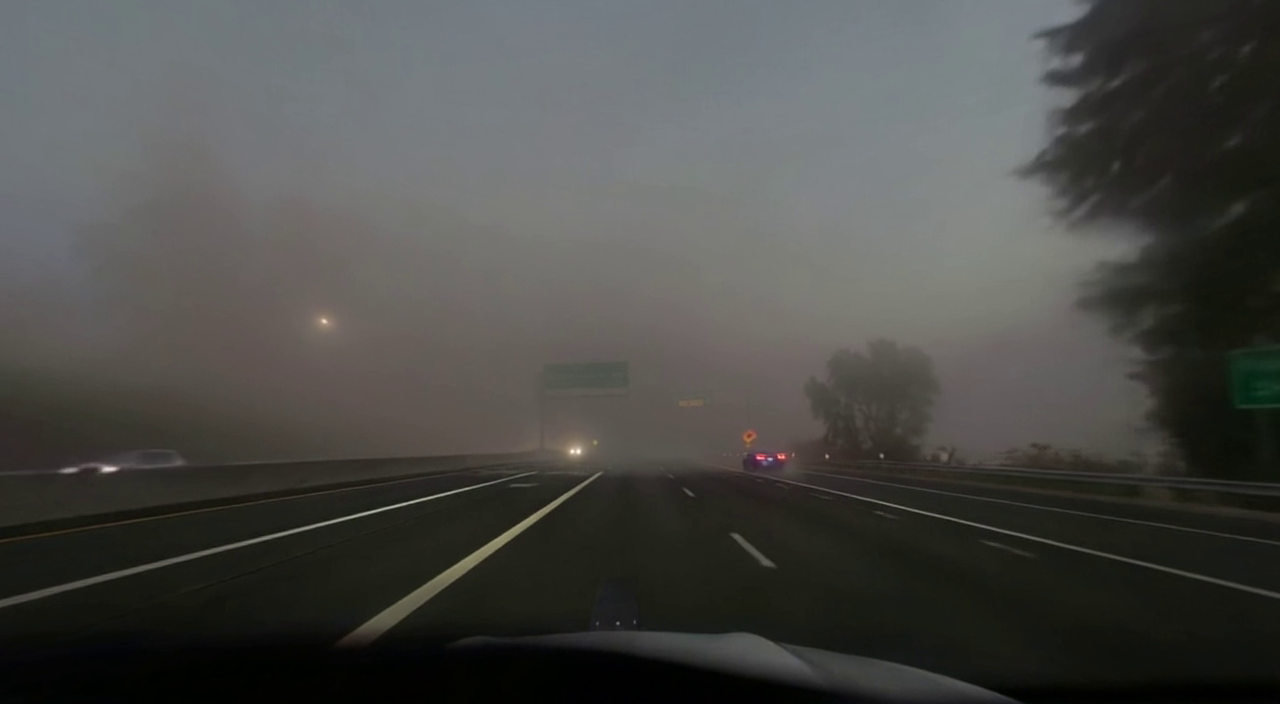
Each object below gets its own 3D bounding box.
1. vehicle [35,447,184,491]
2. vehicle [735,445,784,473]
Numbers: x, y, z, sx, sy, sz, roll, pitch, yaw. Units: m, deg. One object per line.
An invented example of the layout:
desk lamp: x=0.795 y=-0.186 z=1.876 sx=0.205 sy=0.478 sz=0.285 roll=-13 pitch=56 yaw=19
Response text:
vehicle: x=-22.378 y=4.908 z=26.976 sx=2.102 sy=1.635 sz=4.892 roll=0 pitch=-9 yaw=0
vehicle: x=7.015 y=6.318 z=37.516 sx=1.958 sy=1.498 sz=4.447 roll=0 pitch=-8 yaw=-1
